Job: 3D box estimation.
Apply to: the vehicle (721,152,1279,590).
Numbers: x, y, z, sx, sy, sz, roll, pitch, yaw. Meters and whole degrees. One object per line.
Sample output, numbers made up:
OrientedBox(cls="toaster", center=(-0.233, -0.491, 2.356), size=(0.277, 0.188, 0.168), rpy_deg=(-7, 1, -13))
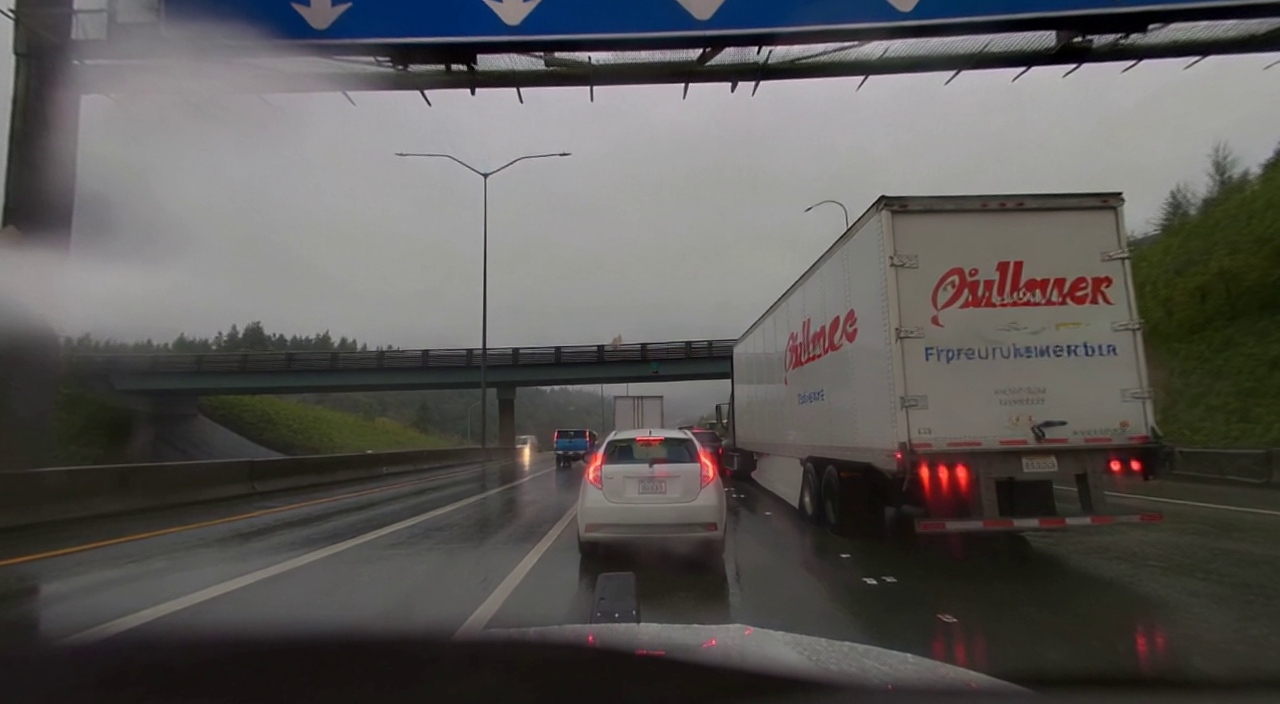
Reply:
OrientedBox(cls="vehicle", center=(4.187, 1.069, 12.943), size=(2.827, 4.081, 14.305), rpy_deg=(0, -8, -1))

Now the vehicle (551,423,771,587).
OrientedBox(cls="vehicle", center=(0.182, 1.678, 7.713), size=(2.045, 1.490, 3.597), rpy_deg=(-1, -8, 0))

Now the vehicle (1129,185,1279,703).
OrientedBox(cls="vehicle", center=(4.727, 0.120, 0.651), size=(2.892, 2.615, 6.650), rpy_deg=(0, -8, -2))
